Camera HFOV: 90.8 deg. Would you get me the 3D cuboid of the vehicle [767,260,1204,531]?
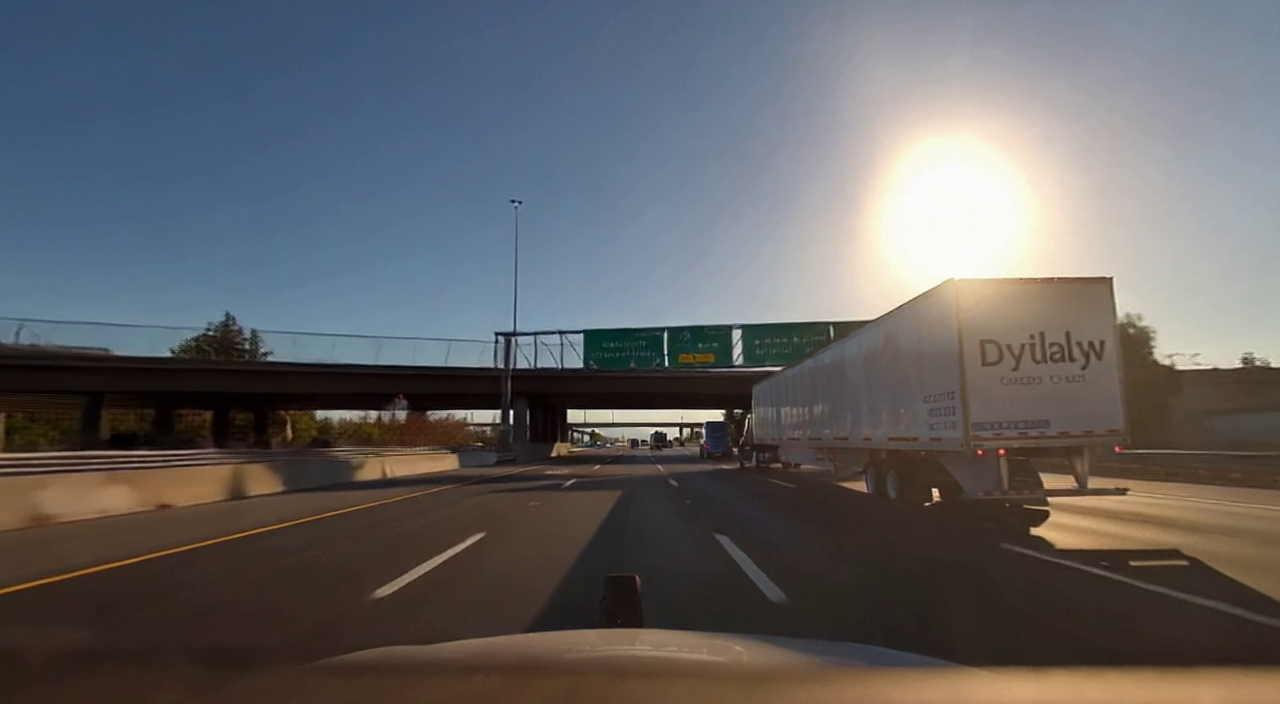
[{"bbox_3d":[6.572,1.752,17.269,2.962,3.947,16.241,0,-8,0],"label":"vehicle"}]
